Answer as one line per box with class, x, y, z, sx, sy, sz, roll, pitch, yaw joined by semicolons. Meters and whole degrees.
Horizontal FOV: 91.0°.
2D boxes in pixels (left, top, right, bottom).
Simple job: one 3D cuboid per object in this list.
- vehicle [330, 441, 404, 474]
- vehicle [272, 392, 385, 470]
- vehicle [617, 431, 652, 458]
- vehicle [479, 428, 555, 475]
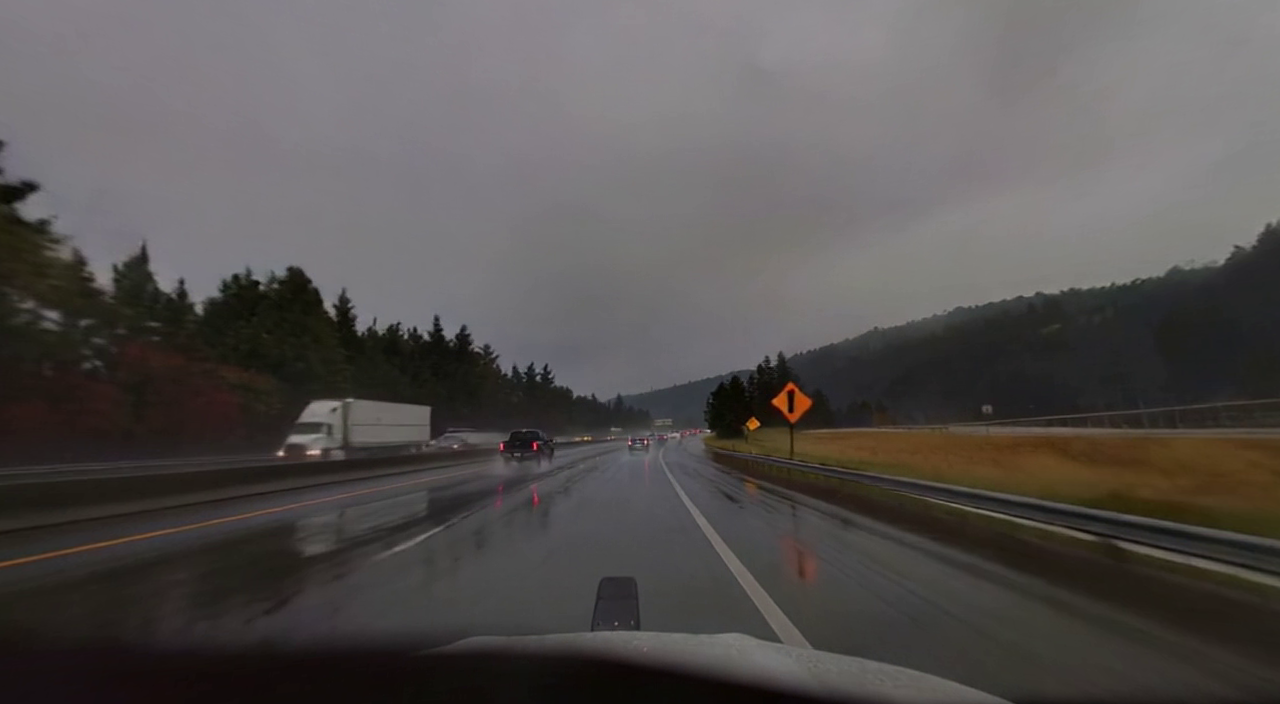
vehicle;-13.107;5.065;30.491;1.838;1.423;3.884;-1;-8;1
vehicle;-17.399;4.509;35.685;3.120;3.985;5.992;-1;-8;1
vehicle;-0.338;5.993;40.767;2.146;1.636;4.026;0;-8;-1
vehicle;-4.741;3.908;24.886;2.075;1.653;4.317;-1;-8;1
